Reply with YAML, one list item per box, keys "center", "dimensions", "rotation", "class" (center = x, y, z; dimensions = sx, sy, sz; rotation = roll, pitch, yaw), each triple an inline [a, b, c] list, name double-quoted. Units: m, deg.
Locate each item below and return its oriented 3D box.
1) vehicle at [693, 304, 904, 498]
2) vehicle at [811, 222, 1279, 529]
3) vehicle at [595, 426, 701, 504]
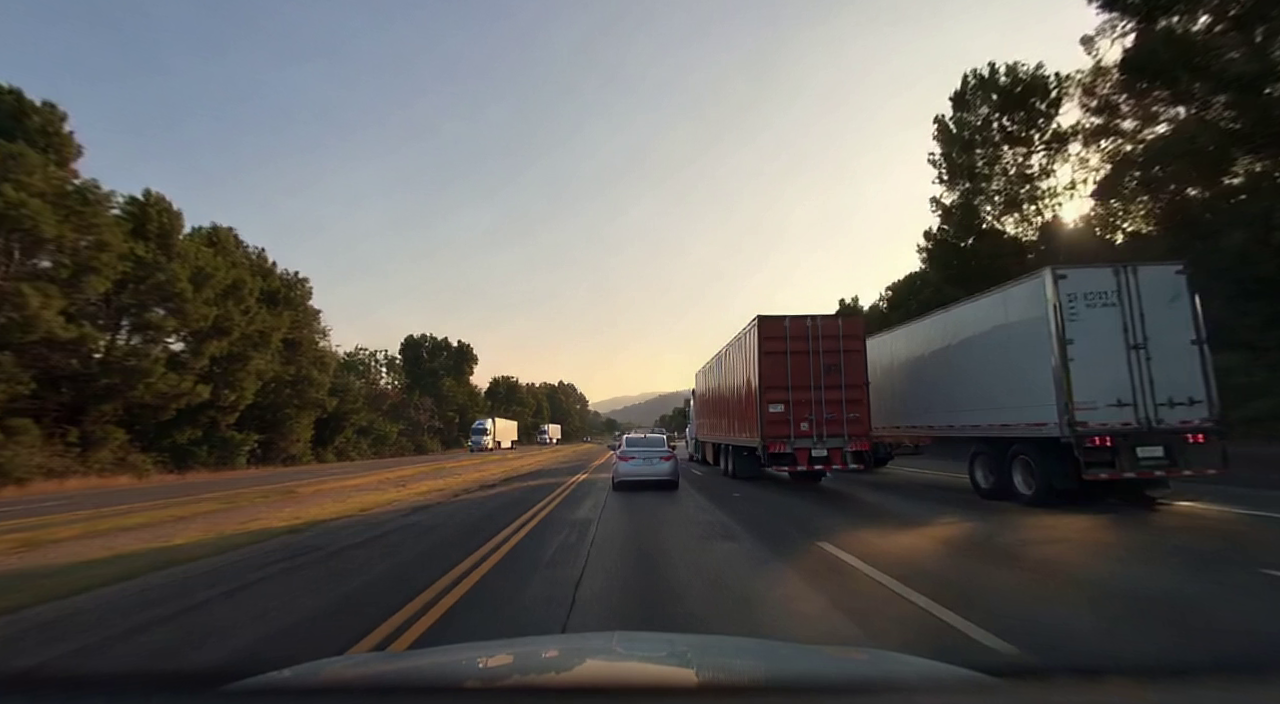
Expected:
- center: [3.910, 1.926, 20.338]
  dimensions: [2.888, 4.099, 14.183]
  rotation: [0, -8, -1]
  class: "vehicle"
- center: [8.040, 1.192, 15.918]
  dimensions: [3.110, 4.308, 14.260]
  rotation: [0, -8, -1]
  class: "vehicle"
- center: [0.112, 2.444, 14.120]
  dimensions: [2.038, 1.477, 3.773]
  rotation: [0, -8, -1]
  class: "vehicle"
